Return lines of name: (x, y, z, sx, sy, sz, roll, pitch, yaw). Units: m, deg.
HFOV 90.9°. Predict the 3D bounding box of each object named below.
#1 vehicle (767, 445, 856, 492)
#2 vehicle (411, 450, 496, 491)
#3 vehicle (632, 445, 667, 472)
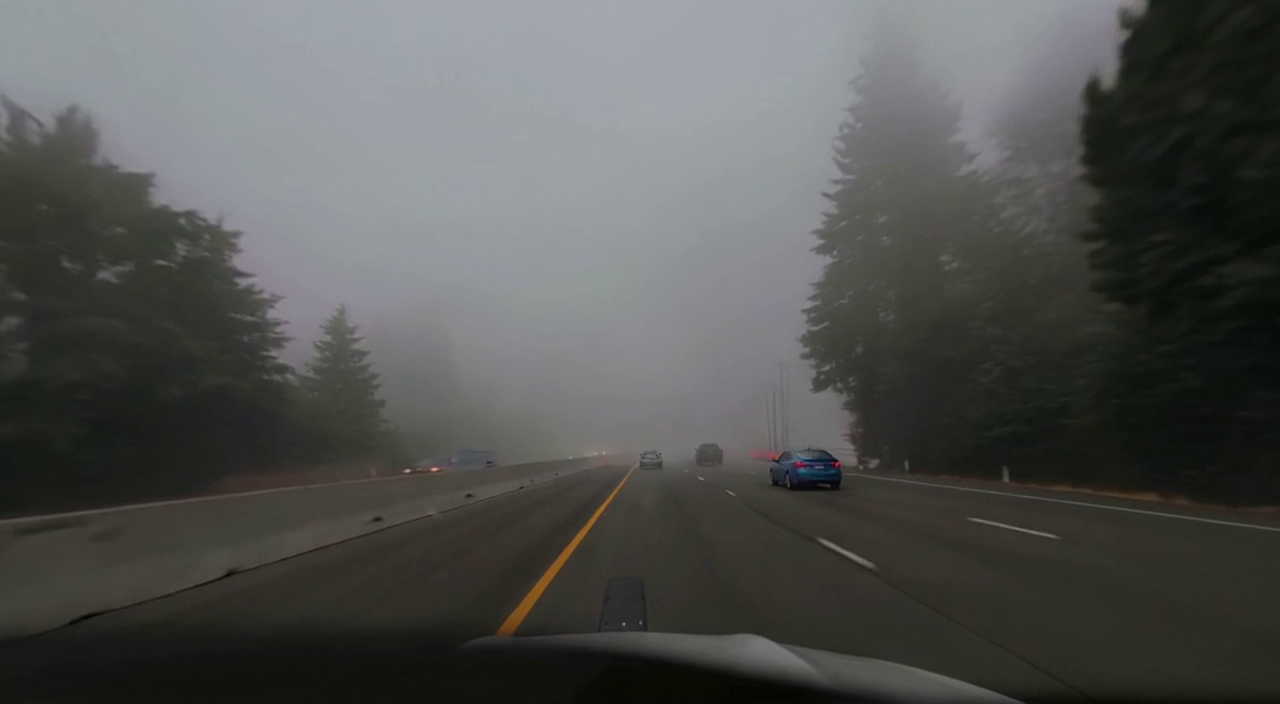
vehicle: (5.683, 3.874, 21.421, 1.881, 1.409, 4.016, 0, -8, 0)
vehicle: (-7.435, 4.739, 25.677, 1.929, 1.470, 4.649, -1, -8, 2)
vehicle: (0.616, 6.700, 40.049, 2.096, 1.583, 4.150, 0, -8, 1)
